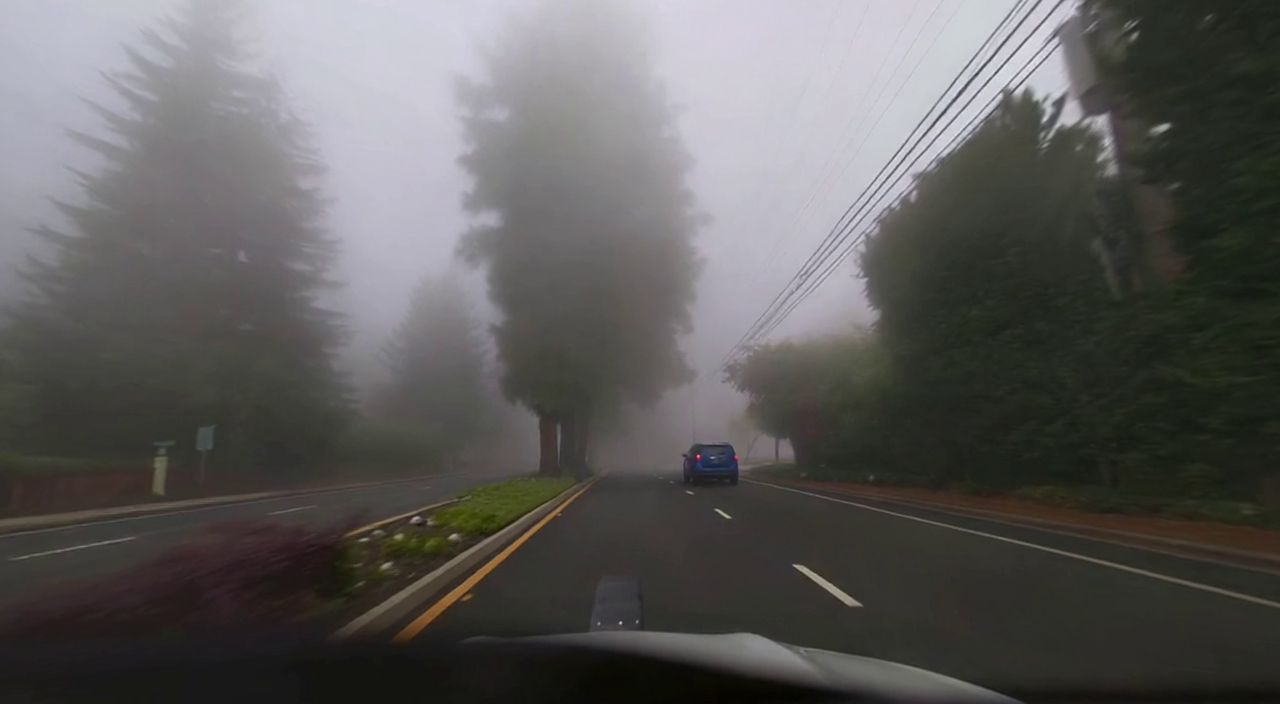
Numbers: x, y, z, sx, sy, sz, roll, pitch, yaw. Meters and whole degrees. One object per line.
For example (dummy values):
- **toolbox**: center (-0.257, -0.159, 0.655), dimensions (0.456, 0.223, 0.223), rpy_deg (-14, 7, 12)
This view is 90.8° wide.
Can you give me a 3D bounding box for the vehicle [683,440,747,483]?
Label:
- **vehicle**: center (3.333, 4.990, 29.106), dimensions (2.193, 1.777, 4.772), rpy_deg (0, -9, -2)
